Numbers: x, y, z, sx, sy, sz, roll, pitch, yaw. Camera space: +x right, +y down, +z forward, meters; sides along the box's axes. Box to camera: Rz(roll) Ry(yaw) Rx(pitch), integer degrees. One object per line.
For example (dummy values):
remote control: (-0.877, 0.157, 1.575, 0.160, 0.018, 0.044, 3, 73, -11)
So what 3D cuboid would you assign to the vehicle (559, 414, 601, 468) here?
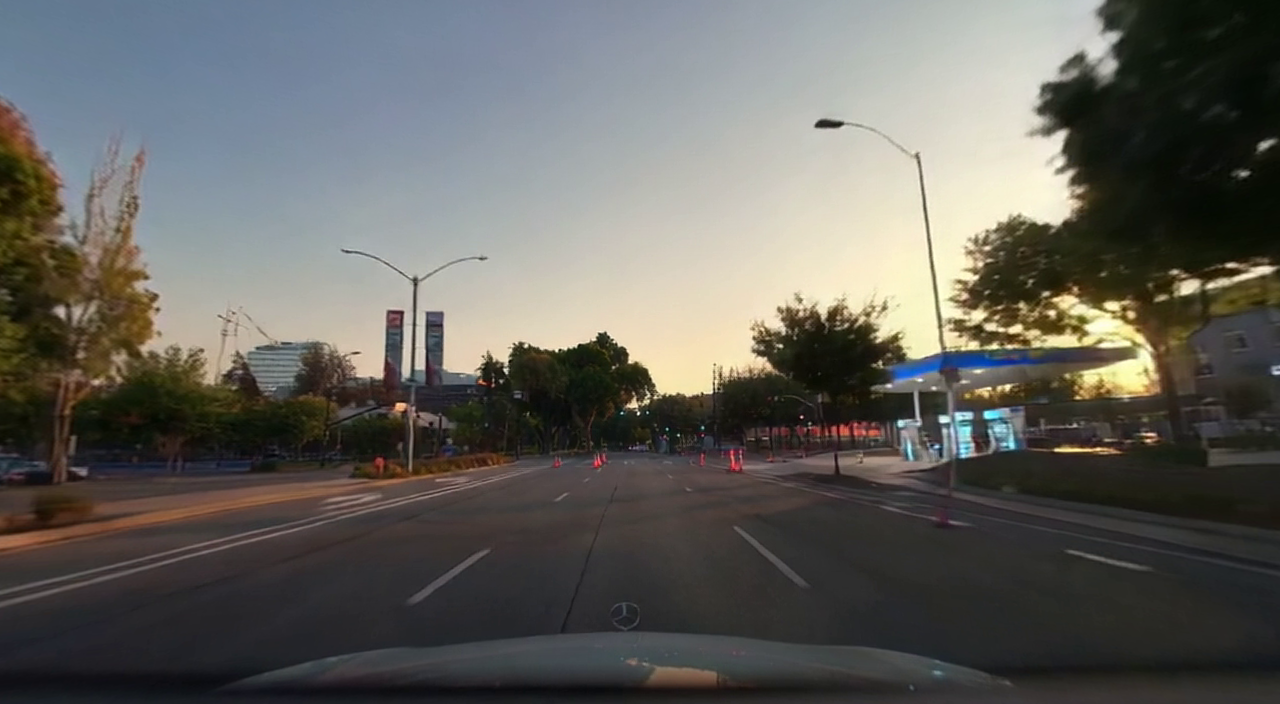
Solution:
vehicle: (-4.158, 6.149, 43.969, 2.637, 3.576, 3.006, -1, -7, -1)
